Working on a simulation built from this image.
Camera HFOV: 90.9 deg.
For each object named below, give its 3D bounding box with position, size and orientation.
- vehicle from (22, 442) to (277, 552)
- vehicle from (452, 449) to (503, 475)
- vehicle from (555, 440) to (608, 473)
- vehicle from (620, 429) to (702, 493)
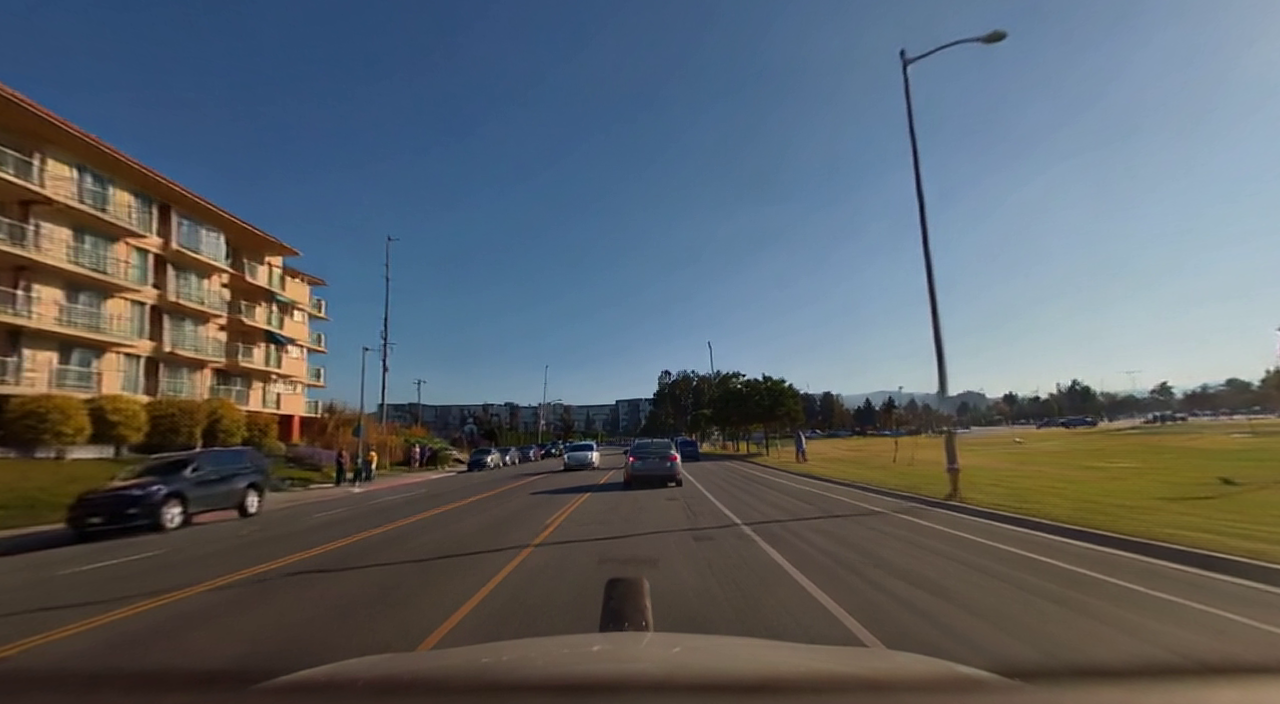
[{"bbox_3d":[-10.289,2.986,13.829,2.032,1.833,4.465,-3,-8,0],"label":"vehicle"},{"bbox_3d":[-10.167,6.910,39.762,1.839,1.474,4.694,-1,-9,1],"label":"vehicle"},{"bbox_3d":[-2.753,5.077,30.742,2.104,1.455,4.199,-1,-9,1],"label":"vehicle"},{"bbox_3d":[0.559,3.144,18.455,2.132,1.632,3.838,0,-9,0],"label":"vehicle"}]
